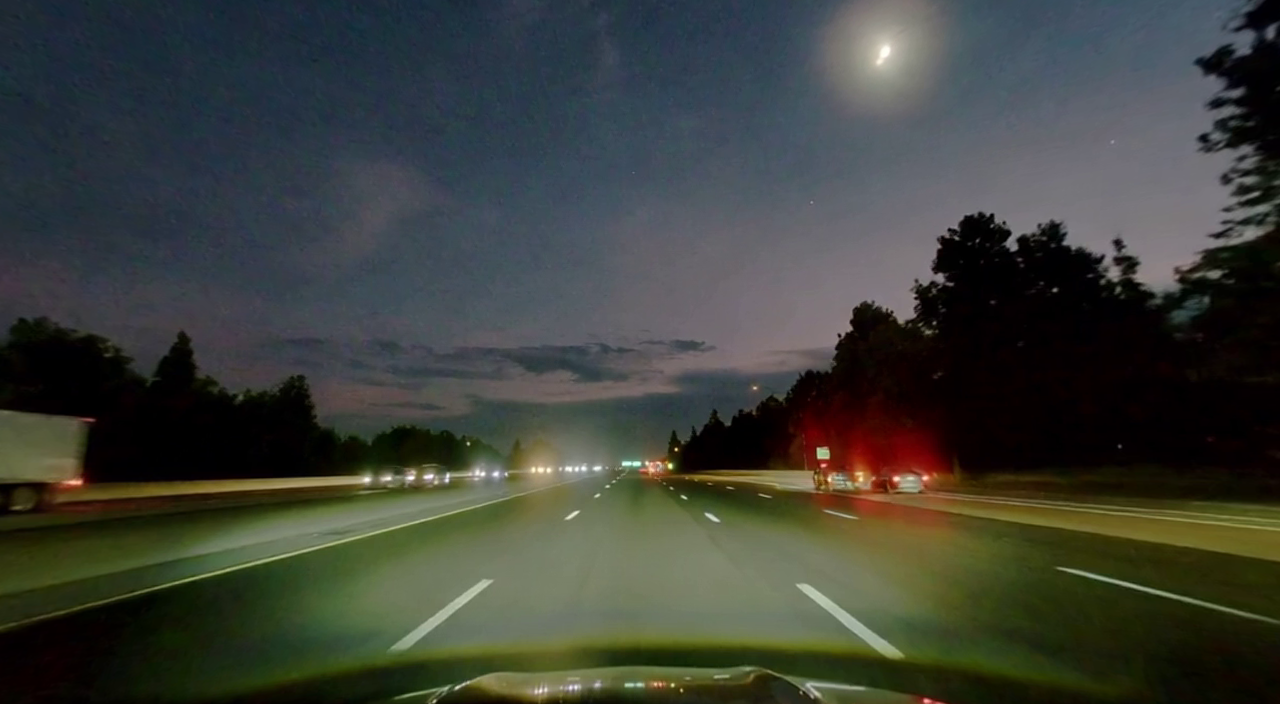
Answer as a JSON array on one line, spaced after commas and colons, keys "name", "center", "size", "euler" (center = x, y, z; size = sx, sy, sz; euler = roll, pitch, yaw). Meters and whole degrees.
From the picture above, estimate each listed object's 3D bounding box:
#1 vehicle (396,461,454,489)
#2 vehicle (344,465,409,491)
[{"name": "vehicle", "center": [-12.791, 7.341, 37.609], "size": [1.890, 1.484, 4.369], "euler": [1, -10, 0]}, {"name": "vehicle", "center": [-16.550, 7.930, 39.766], "size": [2.148, 1.486, 4.491], "euler": [1, -10, 0]}]
